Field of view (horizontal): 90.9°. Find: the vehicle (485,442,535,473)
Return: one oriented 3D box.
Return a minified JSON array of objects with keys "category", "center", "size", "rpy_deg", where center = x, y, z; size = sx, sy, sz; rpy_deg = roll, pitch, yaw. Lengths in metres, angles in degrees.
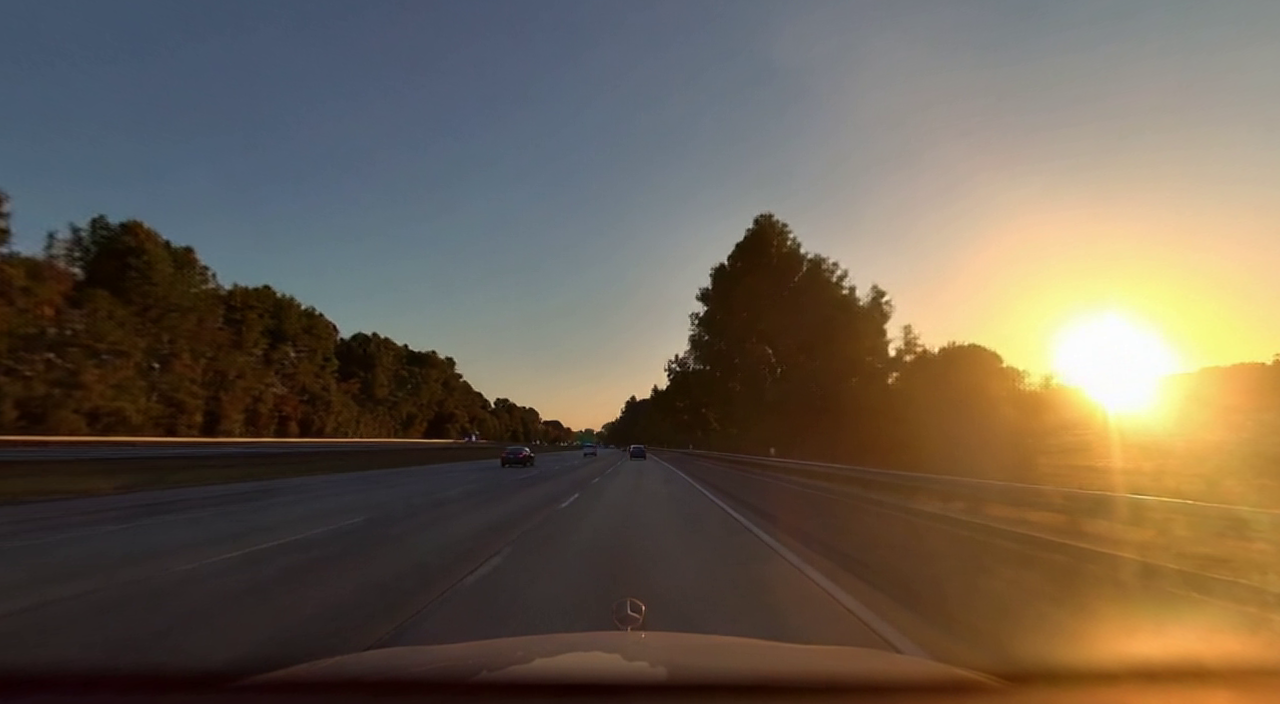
[{"category":"vehicle","center":[-7.334,5.965,35.888],"size":[1.972,1.603,3.891],"rpy_deg":[0,-8,1]}]
